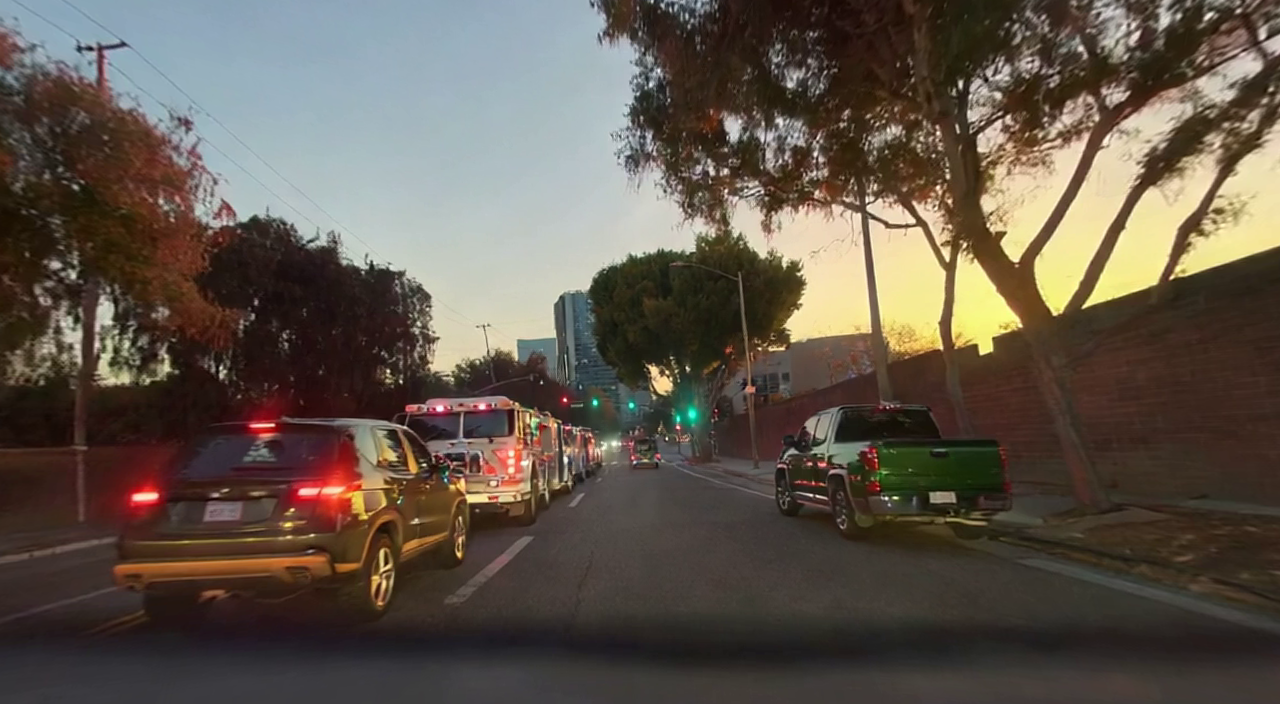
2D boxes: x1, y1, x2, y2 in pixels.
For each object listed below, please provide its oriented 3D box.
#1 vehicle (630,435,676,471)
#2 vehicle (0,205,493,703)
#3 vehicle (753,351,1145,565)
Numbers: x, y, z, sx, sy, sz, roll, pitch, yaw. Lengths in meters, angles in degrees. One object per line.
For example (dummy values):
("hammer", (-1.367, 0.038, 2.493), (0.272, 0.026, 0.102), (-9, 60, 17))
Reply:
("vehicle", (0.625, 5.578, 35.085), (2.332, 1.831, 4.930), (0, -8, -1))
("vehicle", (-2.810, 0.941, 4.104), (2.458, 2.027, 4.831), (0, -9, 1))
("vehicle", (3.982, 1.581, 9.900), (3.411, 2.429, 5.271), (0, -8, 0))
